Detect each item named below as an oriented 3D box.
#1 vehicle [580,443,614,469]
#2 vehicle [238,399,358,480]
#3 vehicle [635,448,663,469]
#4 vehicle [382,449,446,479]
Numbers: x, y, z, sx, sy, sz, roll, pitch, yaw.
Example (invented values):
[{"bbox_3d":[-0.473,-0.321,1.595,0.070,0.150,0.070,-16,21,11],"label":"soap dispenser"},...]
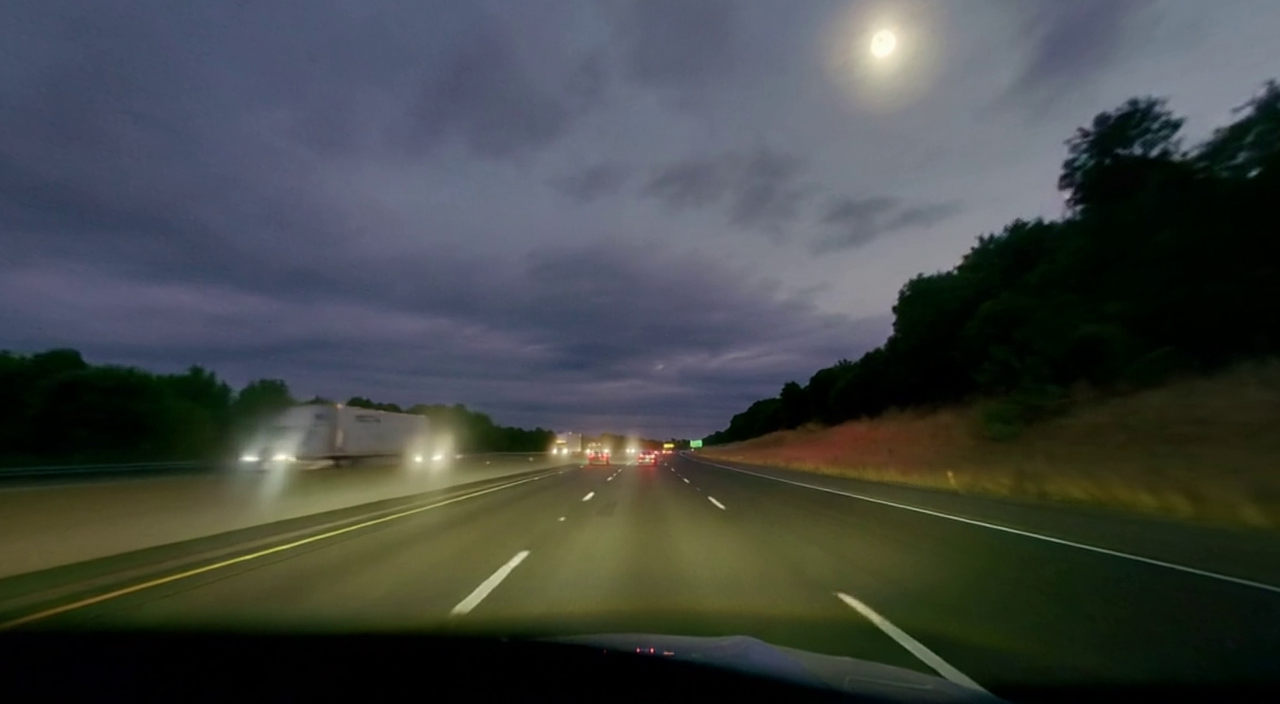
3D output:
[{"bbox_3d":[-3.078,7.543,45.799,2.143,1.770,4.283,0,-9,1],"label":"vehicle"},{"bbox_3d":[-18.741,4.903,35.082,3.022,4.046,5.998,0,-9,1],"label":"vehicle"},{"bbox_3d":[0.696,8.168,48.659,2.036,1.519,4.225,0,-9,0],"label":"vehicle"},{"bbox_3d":[-11.990,5.918,33.659,1.823,1.483,4.059,0,-9,1],"label":"vehicle"}]
